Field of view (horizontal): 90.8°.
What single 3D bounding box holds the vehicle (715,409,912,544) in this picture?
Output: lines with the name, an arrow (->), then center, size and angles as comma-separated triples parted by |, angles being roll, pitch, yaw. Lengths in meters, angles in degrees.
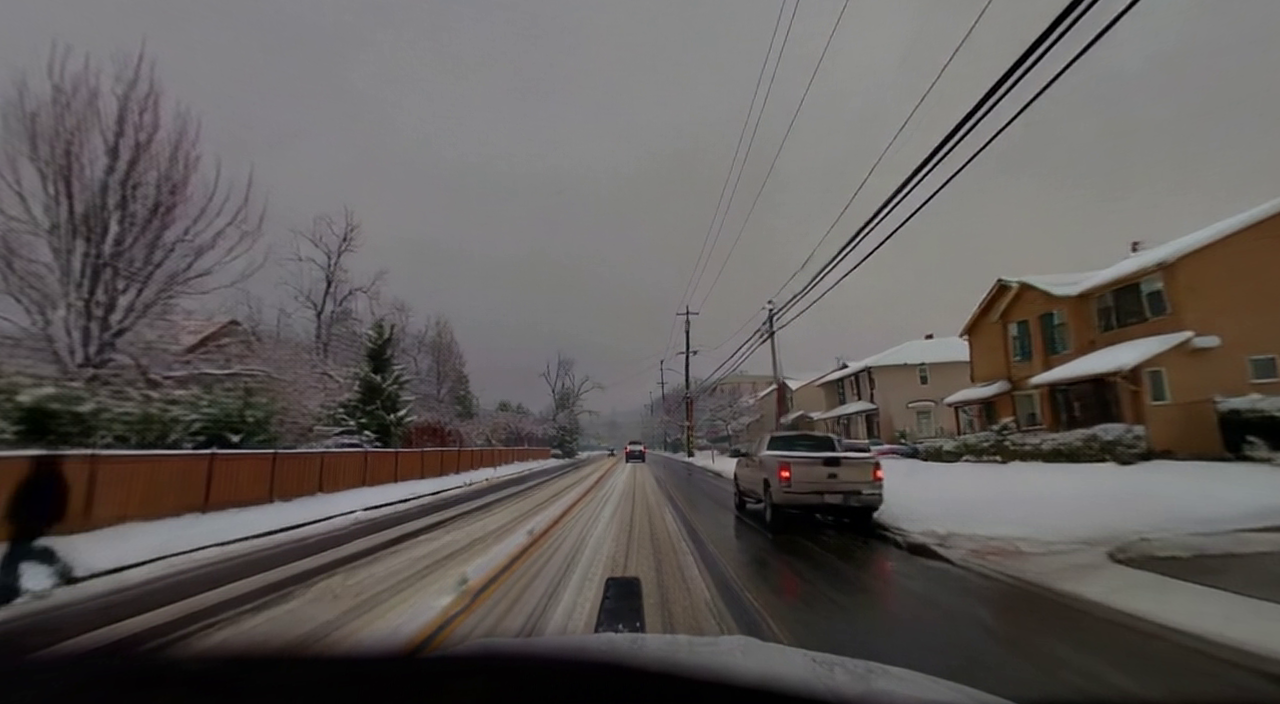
vehicle -> 3.082, 2.382, 12.795 | 2.278, 1.933, 5.860 | 4, -9, 0
